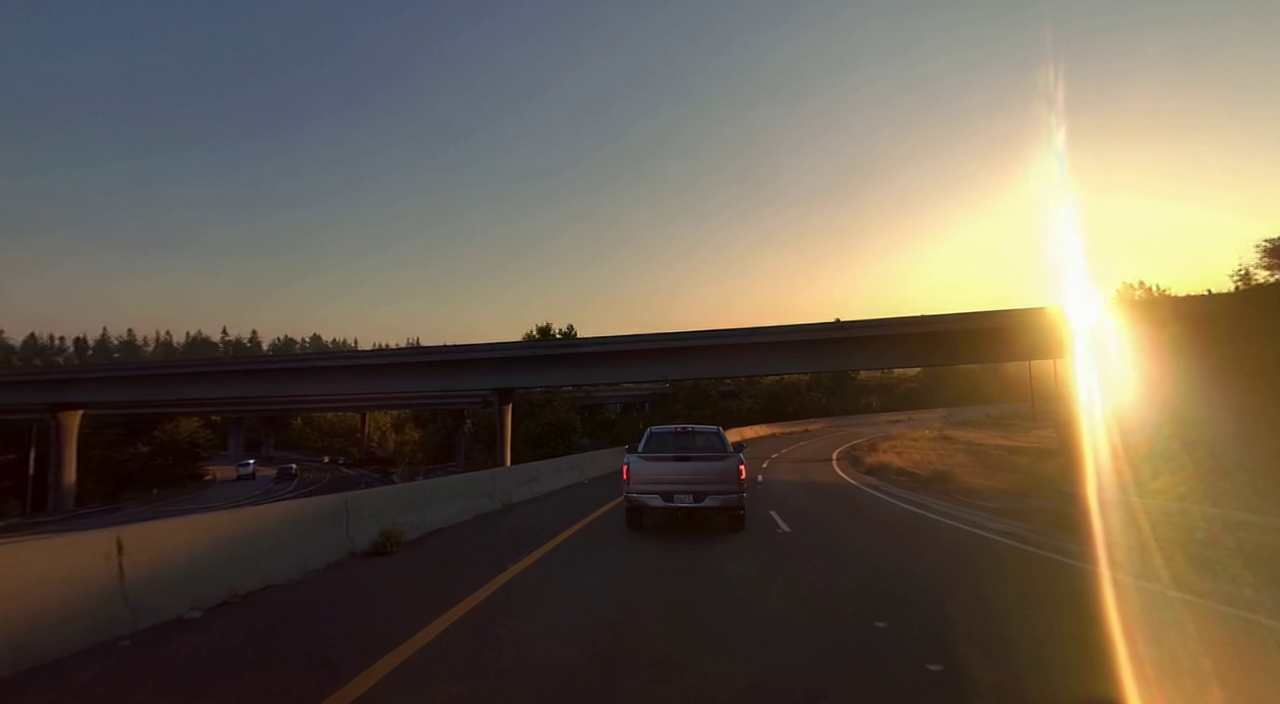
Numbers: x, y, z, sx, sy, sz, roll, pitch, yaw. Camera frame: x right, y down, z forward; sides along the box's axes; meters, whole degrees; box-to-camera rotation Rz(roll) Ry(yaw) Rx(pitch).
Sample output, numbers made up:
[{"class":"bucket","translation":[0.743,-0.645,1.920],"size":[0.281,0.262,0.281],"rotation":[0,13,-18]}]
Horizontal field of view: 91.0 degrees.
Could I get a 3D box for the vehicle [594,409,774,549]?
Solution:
[{"class":"vehicle","translation":[0.739,1.905,10.139],"size":[2.235,1.716,4.435],"rotation":[-1,-8,5]}]
